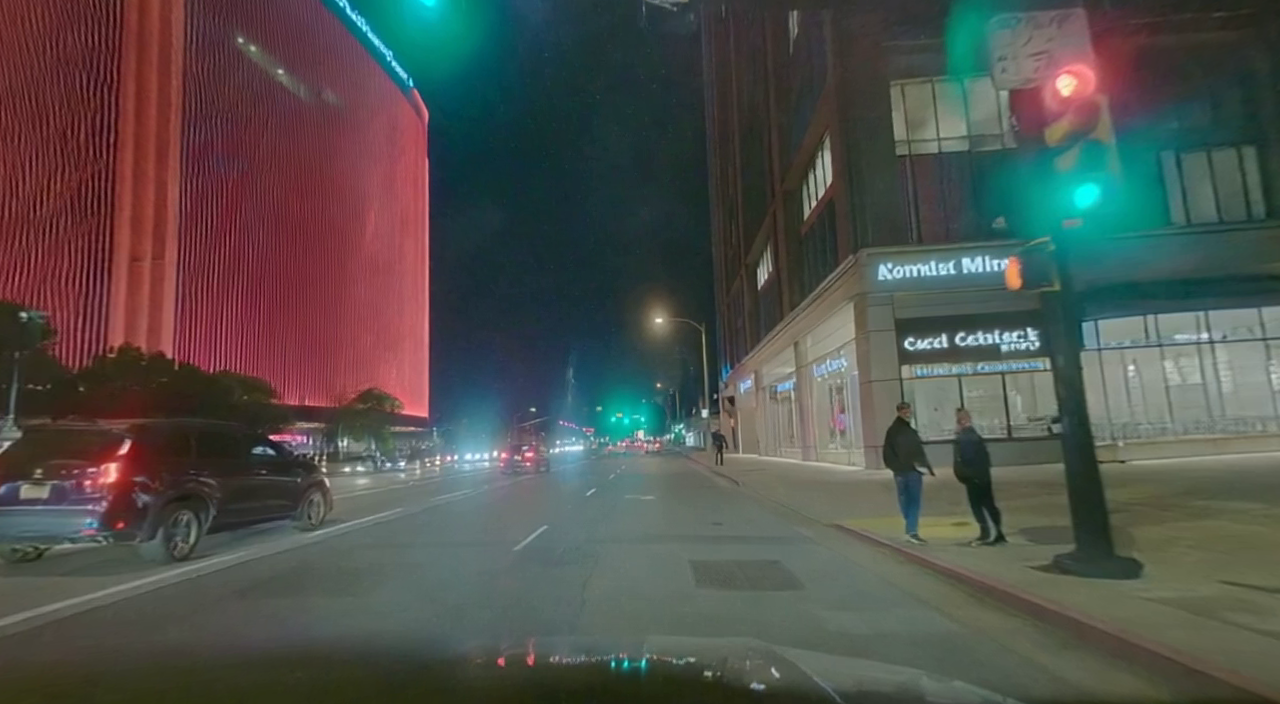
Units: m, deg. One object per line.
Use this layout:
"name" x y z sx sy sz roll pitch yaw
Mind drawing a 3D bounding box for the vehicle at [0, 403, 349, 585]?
"vehicle" -6.072 1.693 8.380 2.007 1.698 4.759 0 -8 1

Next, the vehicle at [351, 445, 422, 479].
"vehicle" -13.470 5.848 33.762 1.902 1.657 4.223 -1 -8 2

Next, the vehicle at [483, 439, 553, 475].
"vehicle" -5.443 4.749 28.739 2.030 1.488 4.650 -1 -8 3
